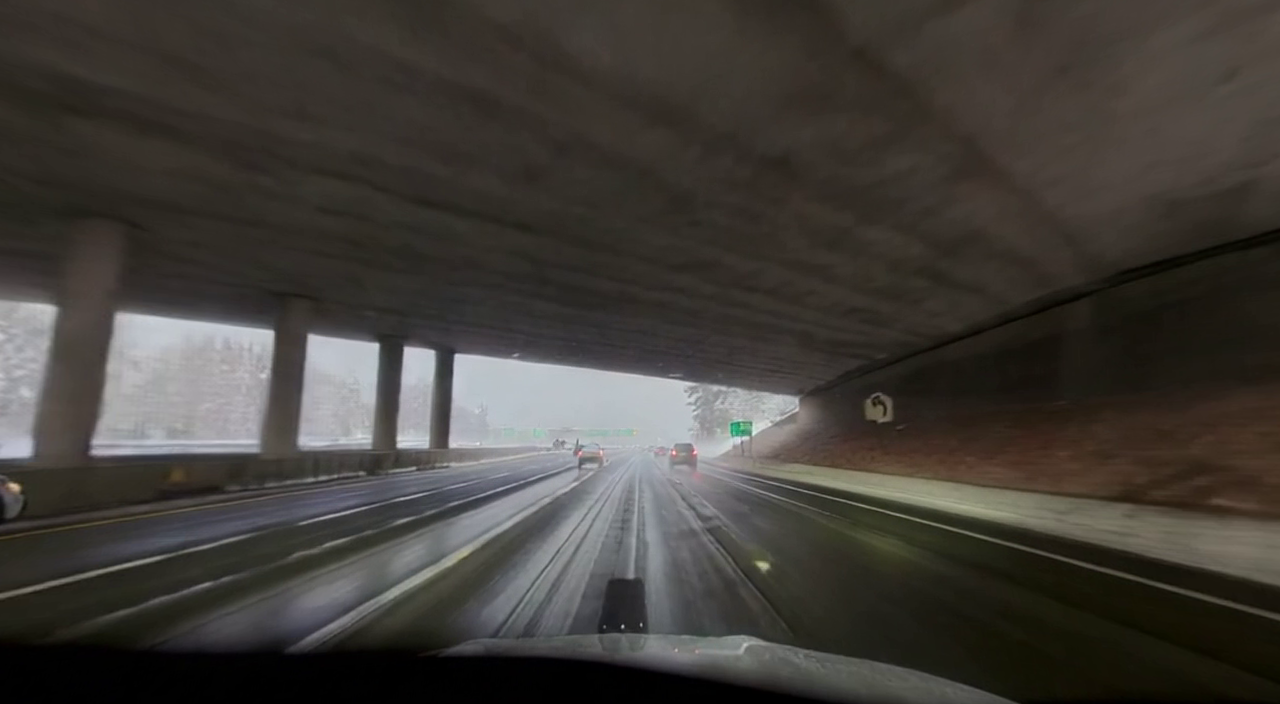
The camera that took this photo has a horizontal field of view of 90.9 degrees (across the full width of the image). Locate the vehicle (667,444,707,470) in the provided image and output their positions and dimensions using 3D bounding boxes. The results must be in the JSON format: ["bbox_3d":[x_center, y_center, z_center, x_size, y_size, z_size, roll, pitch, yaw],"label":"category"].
[{"bbox_3d":[2.855,6.487,39.370,2.059,1.509,4.670,0,-8,-1],"label":"vehicle"}]
